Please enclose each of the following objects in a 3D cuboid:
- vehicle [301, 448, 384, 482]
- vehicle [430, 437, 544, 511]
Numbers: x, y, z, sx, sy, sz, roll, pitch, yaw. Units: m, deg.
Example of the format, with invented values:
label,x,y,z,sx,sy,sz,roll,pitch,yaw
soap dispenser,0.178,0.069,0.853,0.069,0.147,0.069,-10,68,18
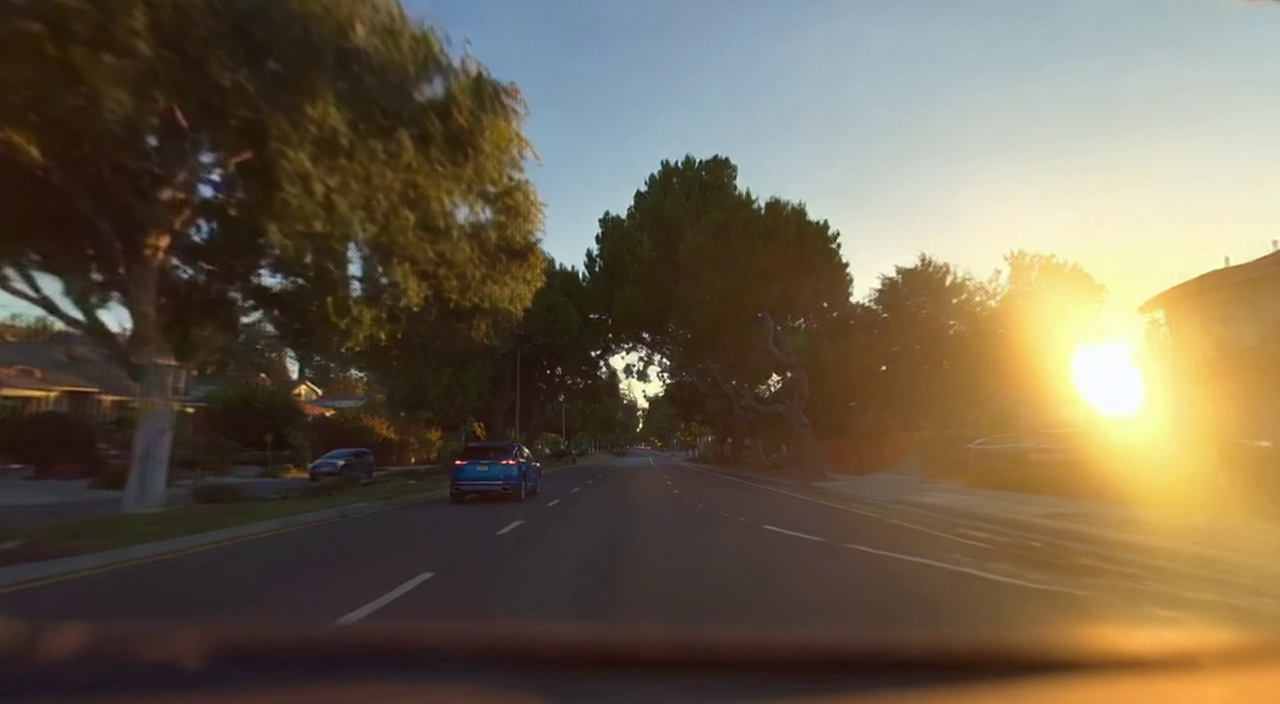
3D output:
label,x,y,z,sx,sy,sz,roll,pitch,yaw
vehicle,-16.676,6.328,35.720,2.202,1.724,4.934,0,-8,1
vehicle,-3.960,3.234,17.219,1.993,1.733,4.262,0,-8,1
